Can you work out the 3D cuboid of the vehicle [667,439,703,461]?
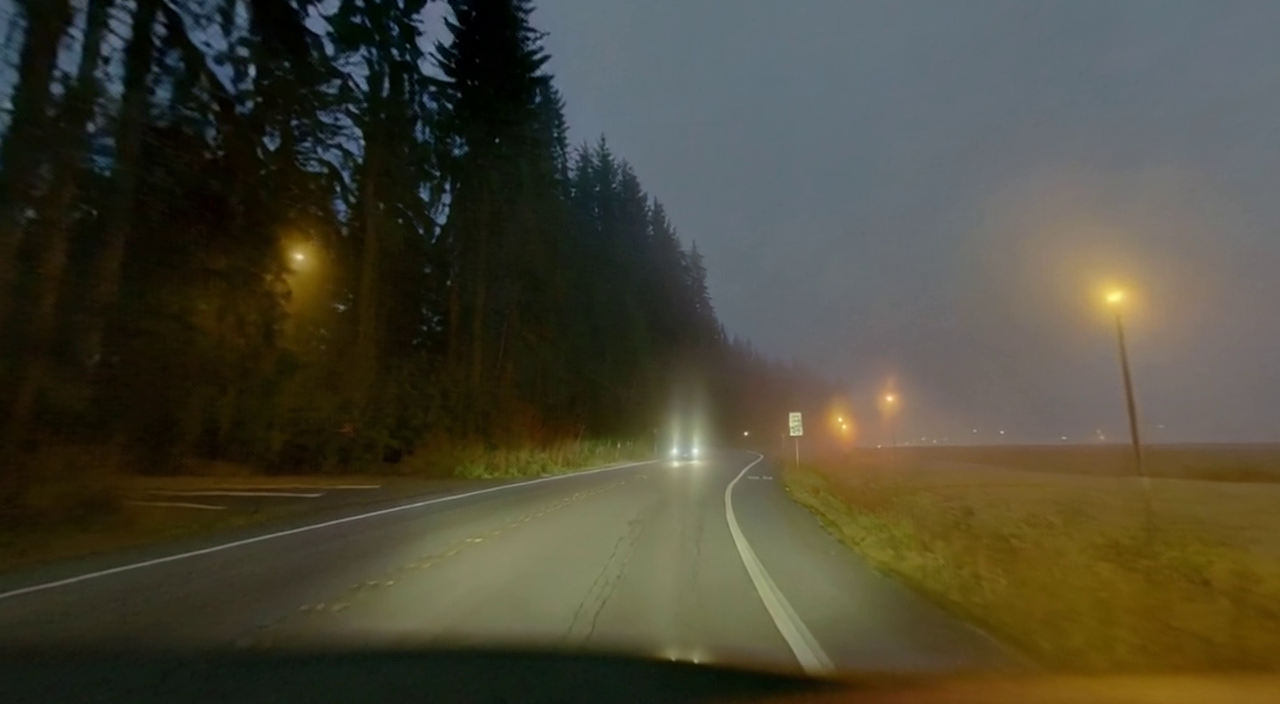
[{"bbox_3d":[3.361,7.228,46.701,2.190,1.499,4.209,-2,-8,10],"label":"vehicle"}]
